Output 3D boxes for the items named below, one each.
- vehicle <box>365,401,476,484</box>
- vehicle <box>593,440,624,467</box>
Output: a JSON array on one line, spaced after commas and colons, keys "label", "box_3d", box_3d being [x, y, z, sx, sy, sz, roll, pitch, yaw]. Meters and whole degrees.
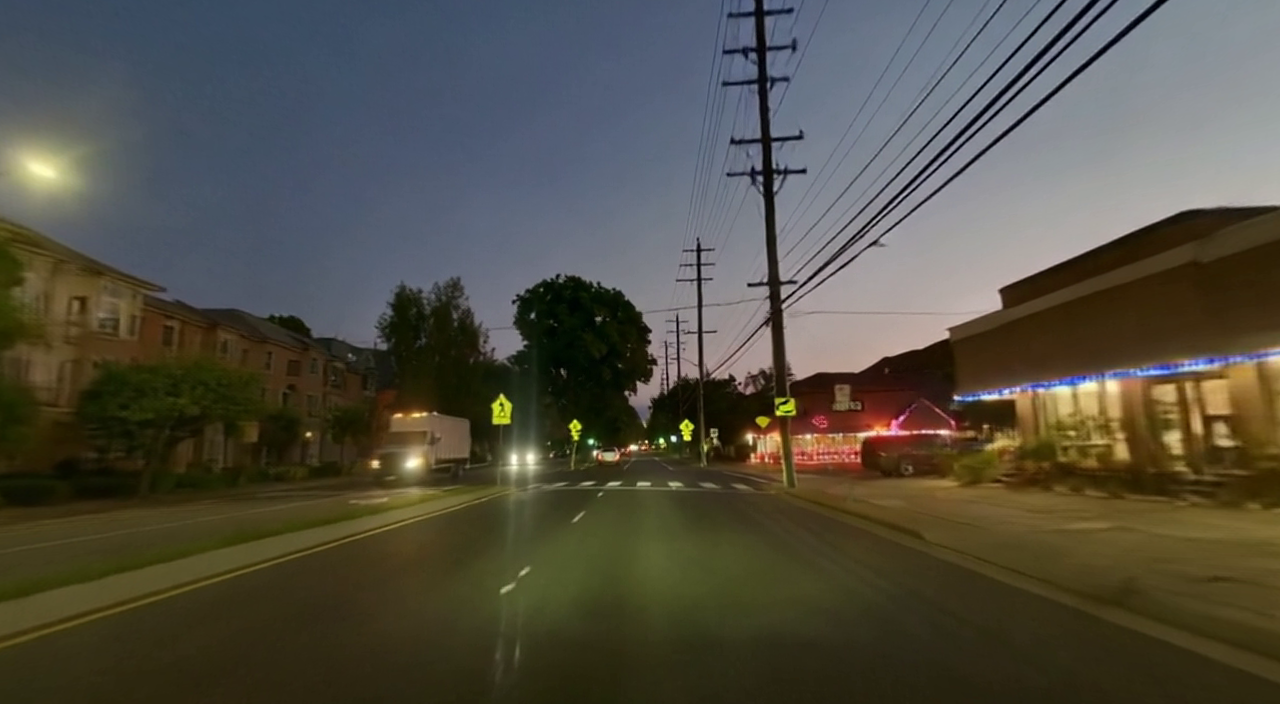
[{"label": "vehicle", "box_3d": [-10.846, 4.621, 32.092, 2.836, 3.663, 7.511, 0, -9, 0]}, {"label": "vehicle", "box_3d": [-2.395, 7.946, 49.340, 2.202, 1.961, 4.980, 0, -9, 0]}]
